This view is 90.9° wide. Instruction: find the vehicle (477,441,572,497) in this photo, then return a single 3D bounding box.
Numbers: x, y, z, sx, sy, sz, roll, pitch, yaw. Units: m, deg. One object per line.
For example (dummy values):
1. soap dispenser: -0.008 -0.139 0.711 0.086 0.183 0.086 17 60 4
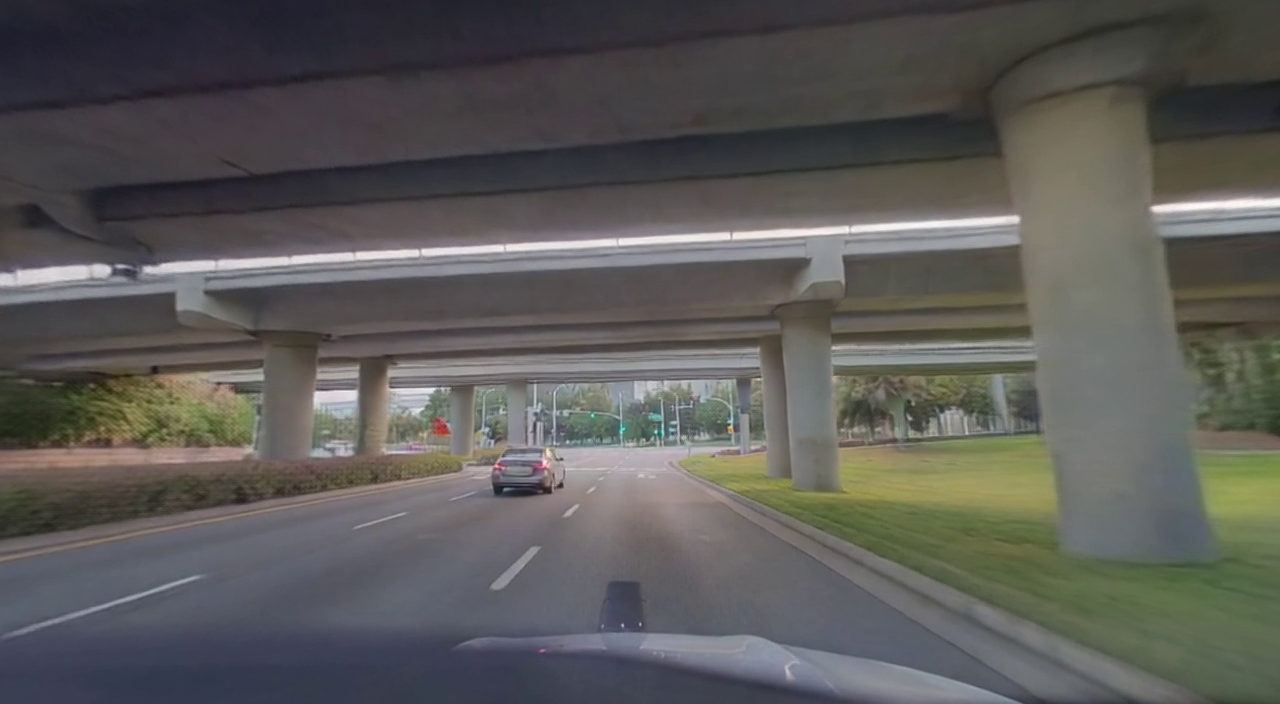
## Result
1. vehicle: -3.307 3.467 19.029 1.963 1.460 4.614 0 -9 1
